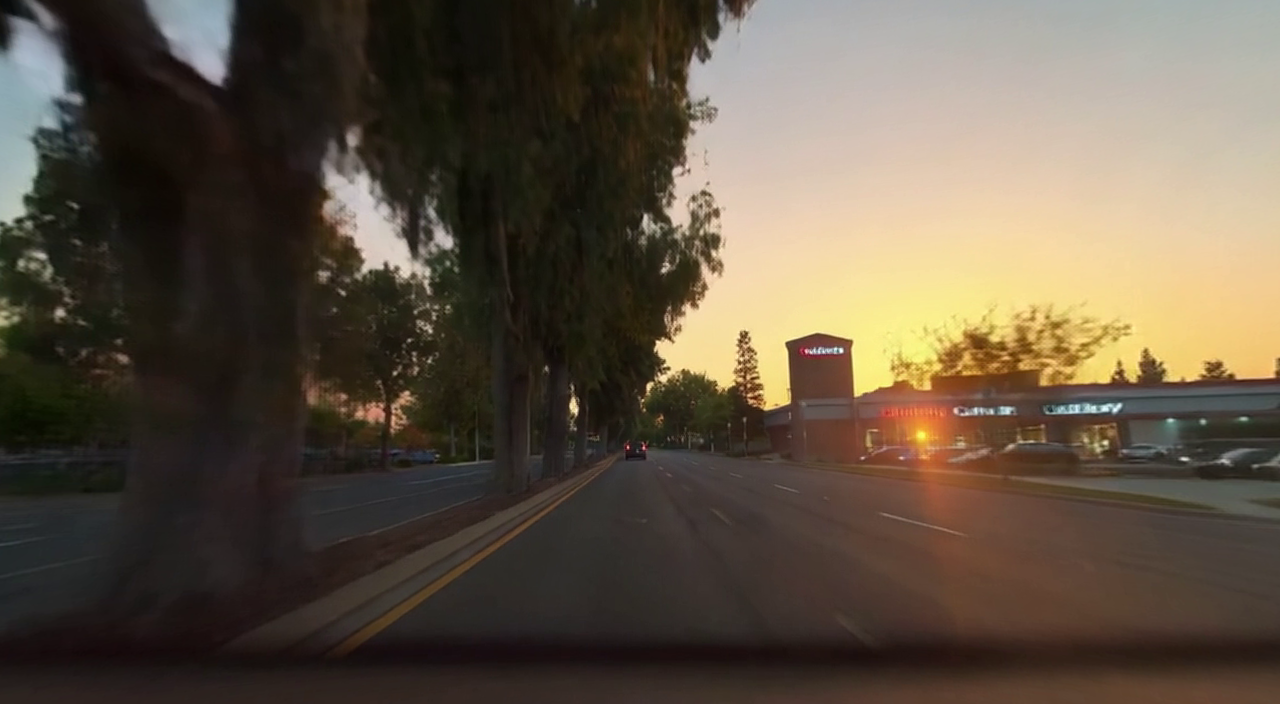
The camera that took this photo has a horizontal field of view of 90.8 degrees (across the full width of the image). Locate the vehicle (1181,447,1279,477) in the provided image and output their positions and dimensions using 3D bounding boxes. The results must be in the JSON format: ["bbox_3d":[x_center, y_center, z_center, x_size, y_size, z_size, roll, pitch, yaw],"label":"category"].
[{"bbox_3d":[31.695,5.881,34.006,1.739,1.471,3.811,0,-8,-1],"label":"vehicle"}]

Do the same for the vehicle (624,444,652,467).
[{"bbox_3d":[-0.167,8.061,49.310,2.095,1.647,4.205,0,-8,-1],"label":"vehicle"}]

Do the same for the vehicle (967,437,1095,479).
[{"bbox_3d":[18.890,5.125,30.715,4.739,1.916,2.136,0,-8,1],"label":"vehicle"}]
